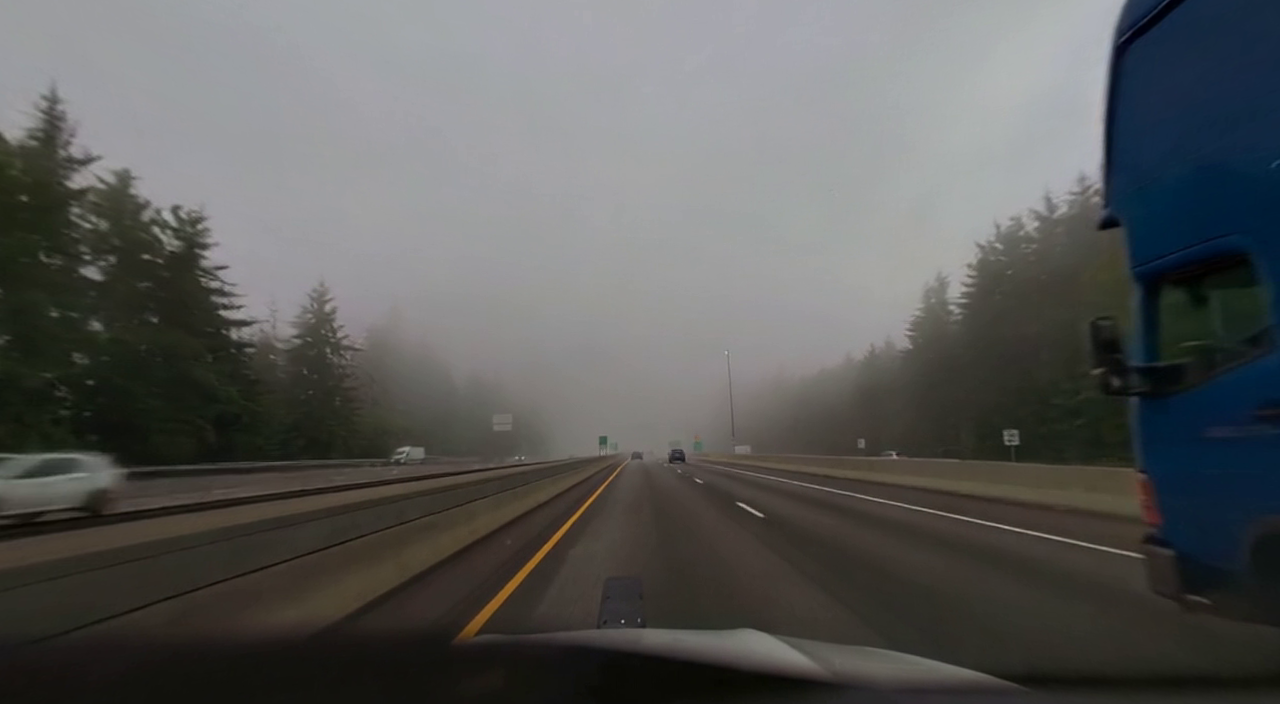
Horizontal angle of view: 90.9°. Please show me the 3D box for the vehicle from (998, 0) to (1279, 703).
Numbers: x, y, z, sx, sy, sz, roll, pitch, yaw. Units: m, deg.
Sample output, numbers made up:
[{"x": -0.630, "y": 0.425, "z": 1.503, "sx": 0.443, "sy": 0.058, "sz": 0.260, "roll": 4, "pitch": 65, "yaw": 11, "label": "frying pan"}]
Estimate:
[{"x": 4.009, "y": -0.384, "z": 1.044, "sx": 3.012, "sy": 3.933, "sz": 6.192, "roll": 0, "pitch": -9, "yaw": 0, "label": "vehicle"}]
